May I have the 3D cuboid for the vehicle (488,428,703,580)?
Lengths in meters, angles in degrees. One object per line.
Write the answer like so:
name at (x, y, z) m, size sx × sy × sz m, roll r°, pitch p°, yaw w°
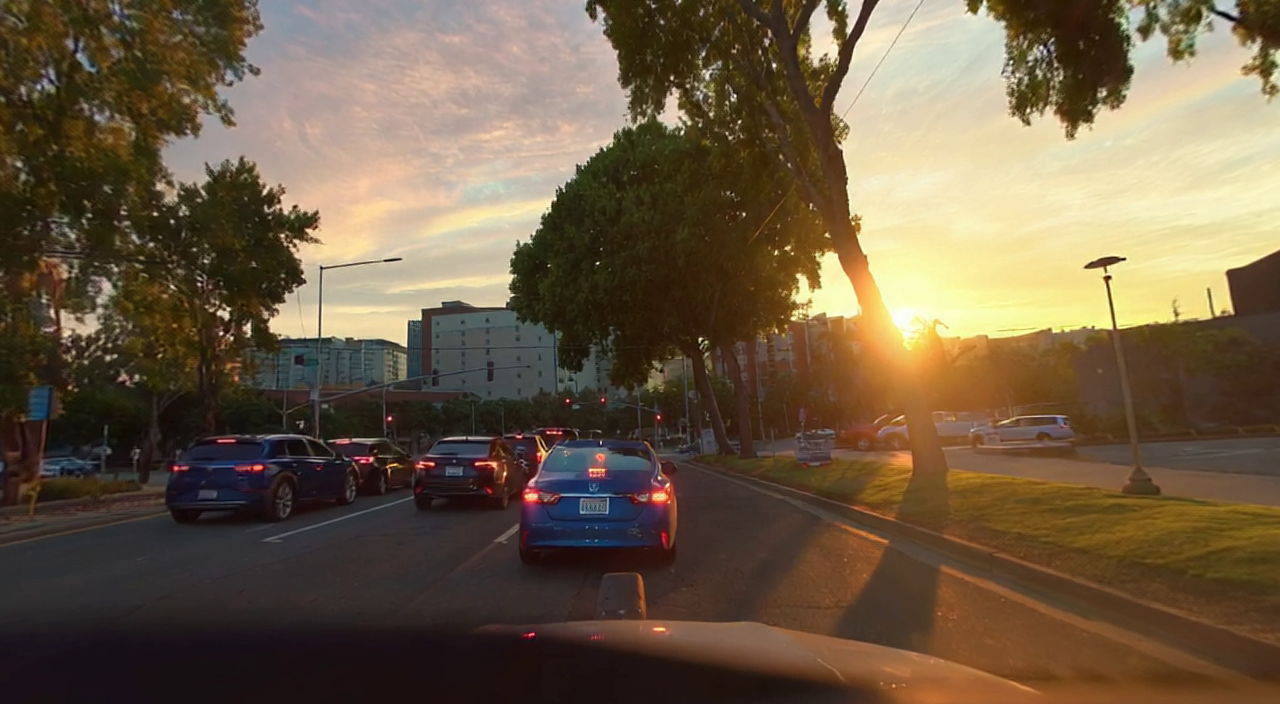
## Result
vehicle at (-0.423, 1.797, 8.234) m, size 2.104 × 1.472 × 3.946 m, roll 0°, pitch -9°, yaw 0°

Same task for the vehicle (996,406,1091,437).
vehicle at (28.506, 4.950, 44.891) m, size 5.333 × 1.880 × 2.130 m, roll -7°, pitch -9°, yaw 26°

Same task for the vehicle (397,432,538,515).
vehicle at (-3.631, 2.637, 14.148) m, size 1.969 × 1.570 × 4.019 m, roll 0°, pitch -9°, yaw 1°

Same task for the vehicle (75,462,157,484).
vehicle at (-36.354, 8.368, 43.886) m, size 3.918 × 1.423 × 1.861 m, roll 0°, pitch -9°, yaw -1°

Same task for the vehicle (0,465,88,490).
vehicle at (-36.618, 7.634, 38.536) m, size 4.093 × 1.440 × 1.804 m, roll 0°, pitch -9°, yaw 0°

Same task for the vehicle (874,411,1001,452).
vehicle at (13.932, 3.774, 29.831) m, size 4.975 × 1.809 × 1.956 m, roll 0°, pitch -9°, yaw 1°

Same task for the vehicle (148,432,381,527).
vehicle at (-7.284, 2.505, 12.944) m, size 2.096 × 1.593 × 4.288 m, roll 0°, pitch -9°, yaw 1°
